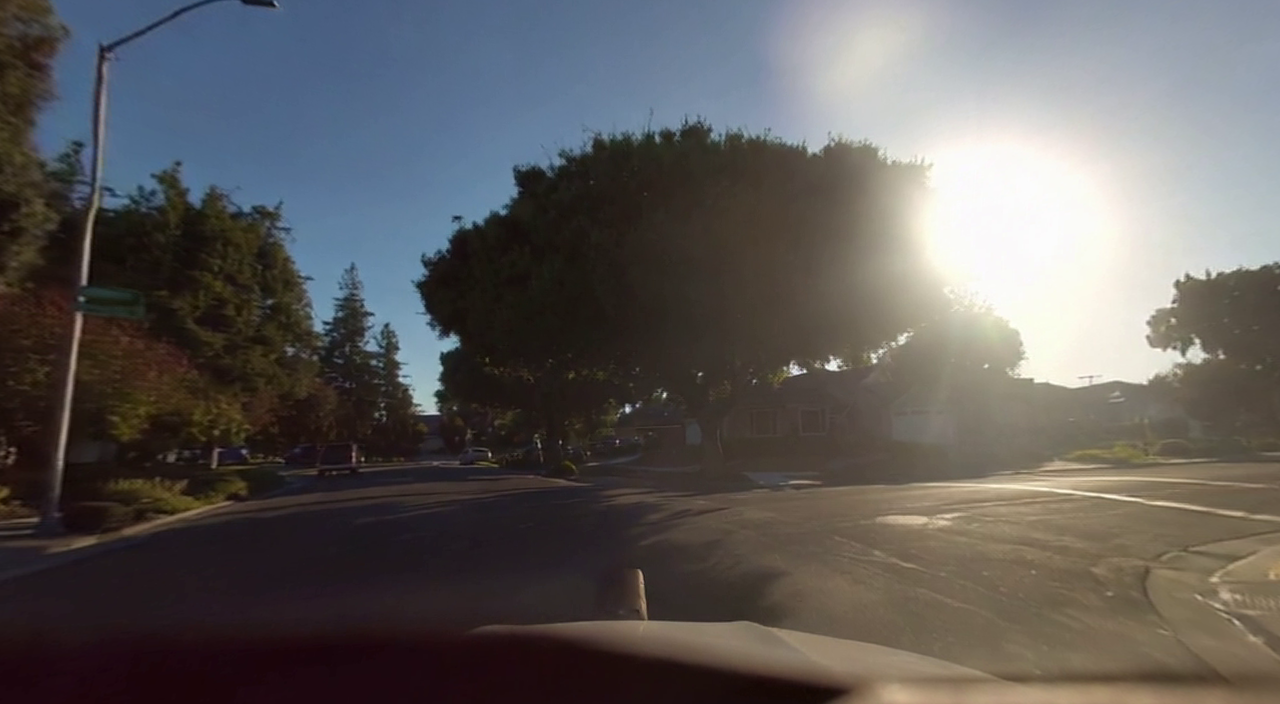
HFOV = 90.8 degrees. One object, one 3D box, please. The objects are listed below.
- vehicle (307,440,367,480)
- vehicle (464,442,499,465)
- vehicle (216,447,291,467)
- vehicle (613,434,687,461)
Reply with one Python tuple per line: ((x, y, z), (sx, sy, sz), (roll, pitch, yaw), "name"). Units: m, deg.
((-15.464, 5.505, 32.476), (2.152, 1.826, 4.725), (3, -9, -19), "vehicle")
((-12.081, 7.696, 47.933), (2.109, 1.676, 4.037), (3, -9, -19), "vehicle")
((-29.532, 8.029, 48.405), (4.526, 1.487, 1.766), (3, -9, -18), "vehicle")
((0.624, 6.002, 39.821), (4.241, 1.597, 1.833), (3, -9, -19), "vehicle")
